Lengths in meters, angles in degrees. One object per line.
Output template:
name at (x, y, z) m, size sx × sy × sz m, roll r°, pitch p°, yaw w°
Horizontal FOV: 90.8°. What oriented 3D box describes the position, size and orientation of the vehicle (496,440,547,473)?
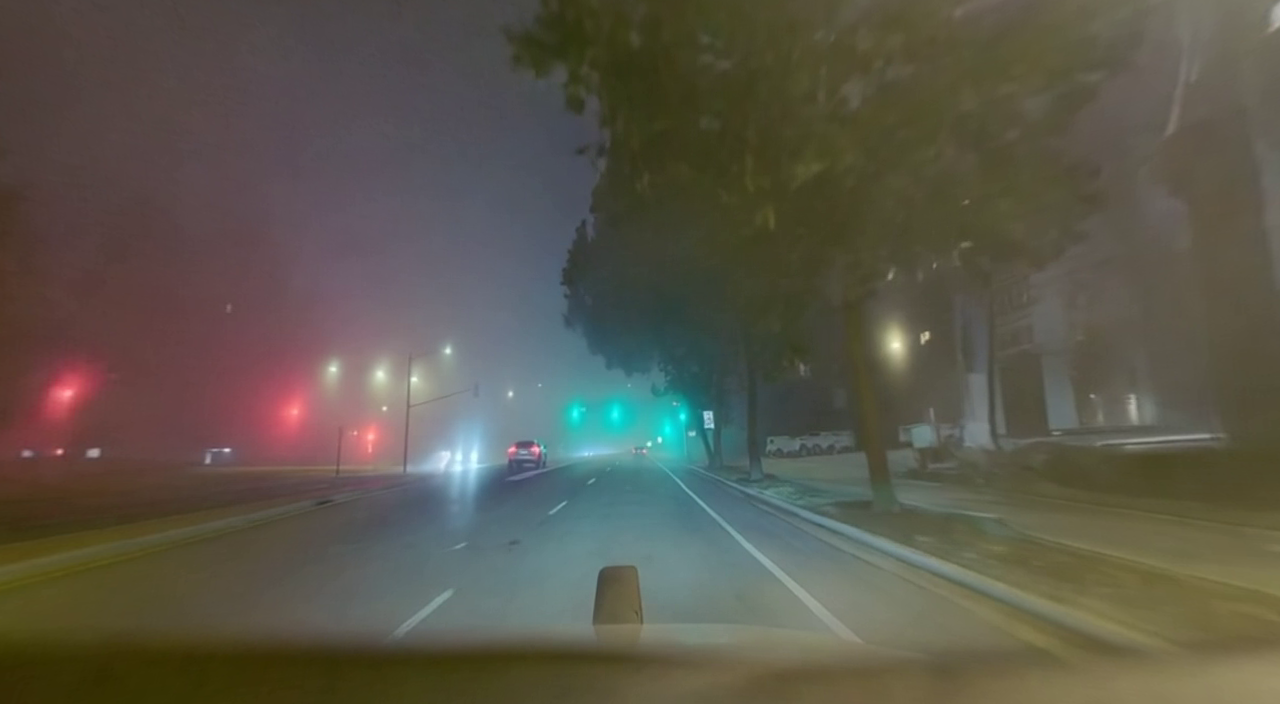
vehicle at (-6.526, 5.791, 35.202) m, size 2.076 × 1.724 × 4.188 m, roll 0°, pitch -9°, yaw -1°
